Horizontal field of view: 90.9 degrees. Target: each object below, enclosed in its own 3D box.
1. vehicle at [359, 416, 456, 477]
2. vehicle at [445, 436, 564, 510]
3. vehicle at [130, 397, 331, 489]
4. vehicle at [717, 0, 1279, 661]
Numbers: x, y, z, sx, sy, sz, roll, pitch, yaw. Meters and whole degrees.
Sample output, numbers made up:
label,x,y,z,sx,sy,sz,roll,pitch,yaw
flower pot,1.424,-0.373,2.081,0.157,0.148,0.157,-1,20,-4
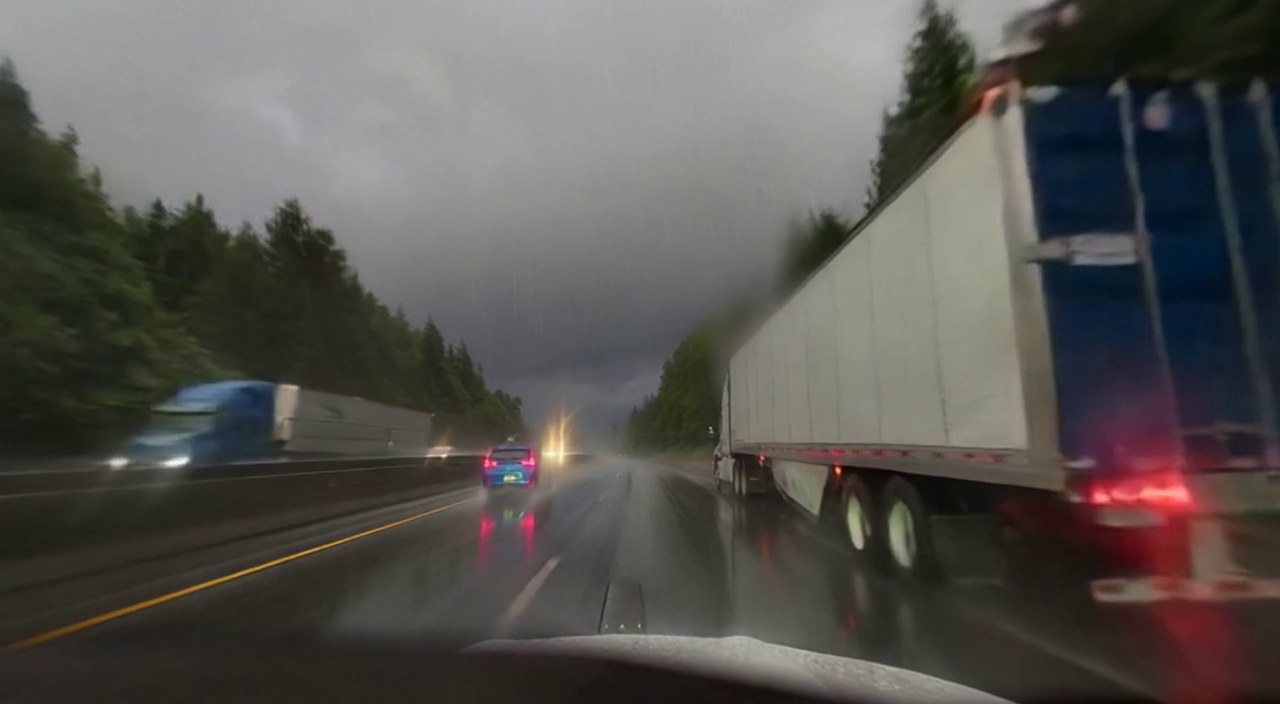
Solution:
label,x,y,z,sx,sy,sz,roll,pitch,yaw
vehicle,-11.427,4.768,31.678,2.328,2.714,6.655,0,-9,0
vehicle,-3.340,3.093,16.505,2.115,1.670,4.261,0,-9,1
vehicle,-15.027,3.521,24.068,2.643,2.931,7.342,0,-9,1
vehicle,4.436,1.008,12.474,3.532,4.201,17.611,0,-9,0
